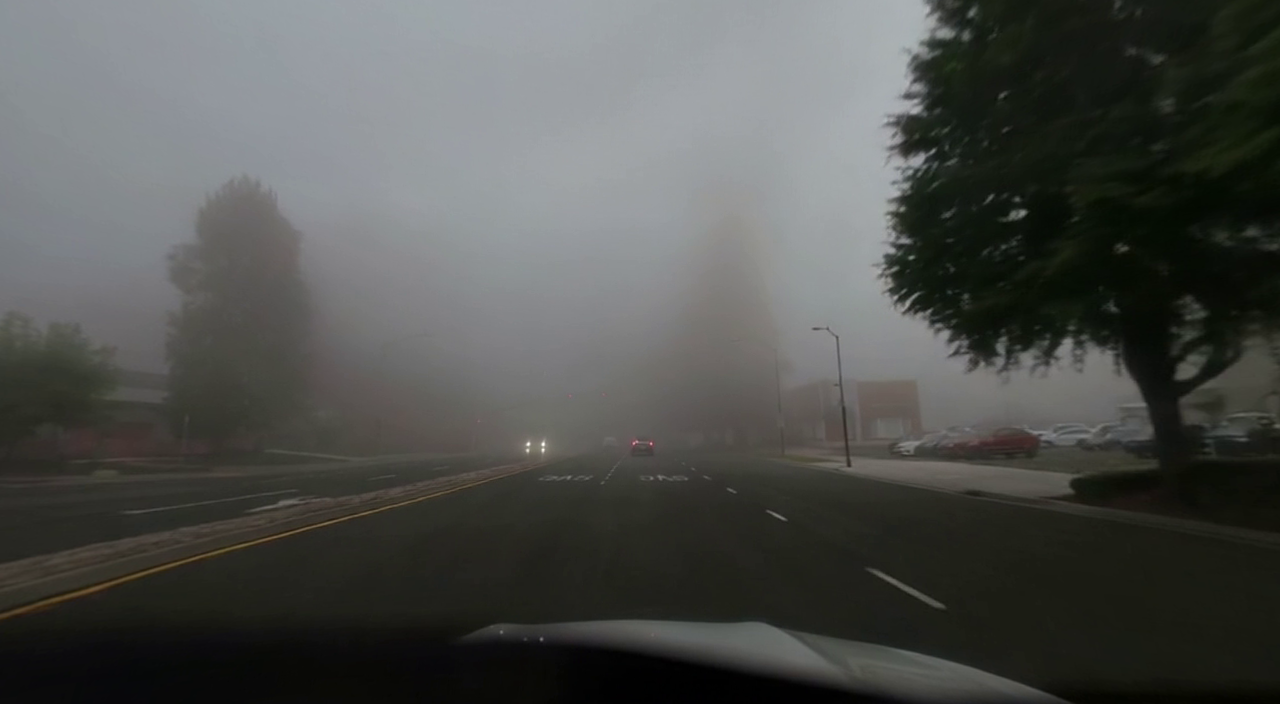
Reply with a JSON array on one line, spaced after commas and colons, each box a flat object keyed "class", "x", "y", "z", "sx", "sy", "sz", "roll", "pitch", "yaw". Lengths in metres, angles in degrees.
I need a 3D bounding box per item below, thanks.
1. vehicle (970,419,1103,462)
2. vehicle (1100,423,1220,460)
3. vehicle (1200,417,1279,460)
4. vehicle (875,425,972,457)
[{"class": "vehicle", "x": 18.207, "y": 4.104, "z": 29.066, "sx": 4.904, "sy": 1.577, "sz": 1.863, "roll": -3, "pitch": -9, "yaw": -7}, {"class": "vehicle", "x": 19.407, "y": 3.357, "z": 23.616, "sx": 3.192, "sy": 1.329, "sz": 1.505, "roll": 0, "pitch": -9, "yaw": -5}, {"class": "vehicle", "x": 20.615, "y": 2.840, "z": 20.932, "sx": 3.179, "sy": 1.322, "sz": 1.521, "roll": 1, "pitch": -8, "yaw": -19}, {"class": "vehicle", "x": 17.784, "y": 5.632, "z": 39.785, "sx": 5.117, "sy": 1.933, "sz": 2.035, "roll": -1, "pitch": -8, "yaw": 3}]
